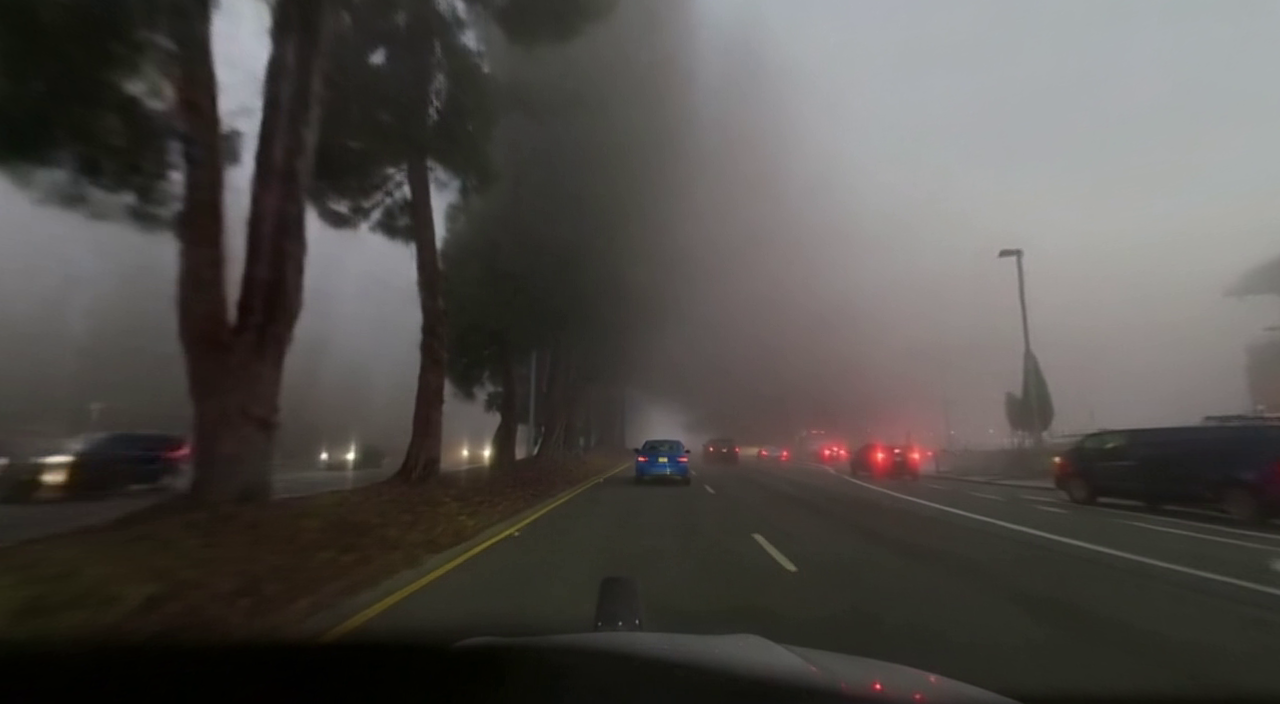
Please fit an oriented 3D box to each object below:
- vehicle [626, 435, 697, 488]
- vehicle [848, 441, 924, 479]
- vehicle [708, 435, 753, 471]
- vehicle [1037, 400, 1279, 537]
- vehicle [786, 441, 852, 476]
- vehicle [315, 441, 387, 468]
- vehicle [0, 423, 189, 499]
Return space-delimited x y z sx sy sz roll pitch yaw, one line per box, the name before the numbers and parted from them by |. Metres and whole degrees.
vehicle | 0.718 3.676 21.435 2.145 1.603 4.369 0 -8 2
vehicle | 12.417 5.466 32.168 2.106 1.719 4.830 0 -9 2
vehicle | 4.859 5.499 34.379 1.976 1.796 4.159 0 -8 2
vehicle | 11.085 2.148 12.069 2.493 2.084 6.892 0 -8 1
vehicle | 8.279 4.959 29.596 1.928 1.488 4.361 0 -8 2
vehicle | -16.747 5.944 36.776 1.874 1.441 4.625 0 -8 2
vehicle | -12.805 2.474 14.596 1.785 1.503 3.885 0 -8 0
